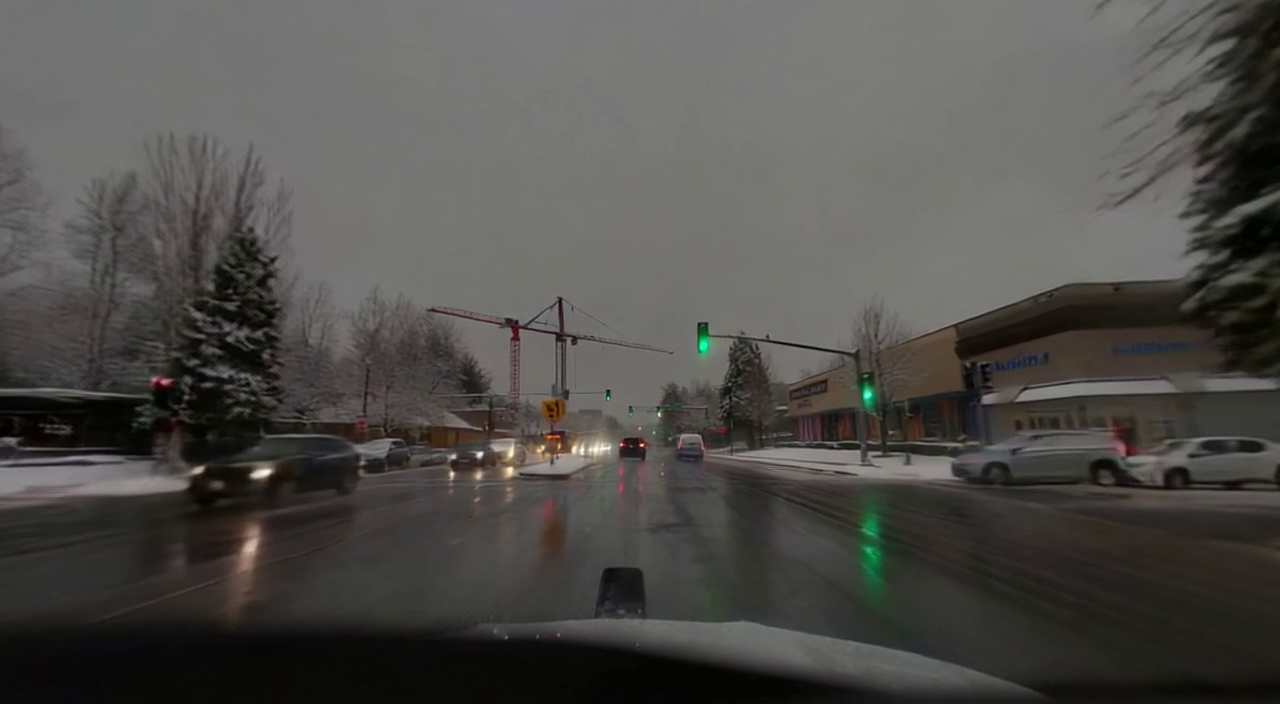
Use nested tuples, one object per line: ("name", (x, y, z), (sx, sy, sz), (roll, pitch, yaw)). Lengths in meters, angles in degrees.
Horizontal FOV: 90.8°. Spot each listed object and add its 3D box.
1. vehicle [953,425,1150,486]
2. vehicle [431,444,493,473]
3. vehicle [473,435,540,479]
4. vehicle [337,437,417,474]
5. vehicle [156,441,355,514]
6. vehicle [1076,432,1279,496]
("vehicle", (12.756, 3.238, 19.939), (4.641, 1.772, 2.080), (-1, -9, 7))
("vehicle", (-9.257, 5.571, 33.297), (1.947, 1.434, 4.557), (0, -8, 0))
("vehicle", (-5.852, 4.604, 28.130), (1.983, 1.715, 4.466), (-2, -8, 0))
("vehicle", (-16.481, 6.511, 39.994), (2.314, 2.135, 5.914), (-1, -8, 2))
("vehicle", (-8.798, 2.885, 15.040), (2.067, 1.460, 4.290), (0, -8, -1))
("vehicle", (13.874, 2.760, 15.762), (4.506, 1.479, 1.924), (0, -8, 2))
